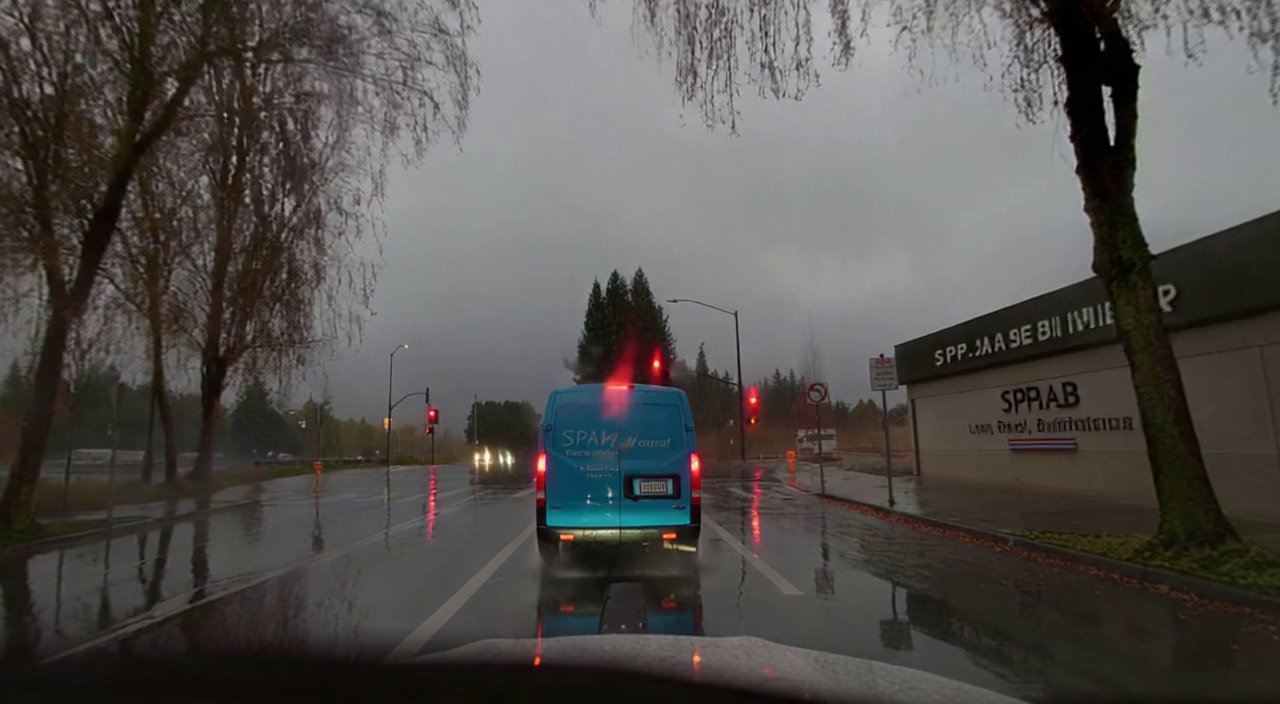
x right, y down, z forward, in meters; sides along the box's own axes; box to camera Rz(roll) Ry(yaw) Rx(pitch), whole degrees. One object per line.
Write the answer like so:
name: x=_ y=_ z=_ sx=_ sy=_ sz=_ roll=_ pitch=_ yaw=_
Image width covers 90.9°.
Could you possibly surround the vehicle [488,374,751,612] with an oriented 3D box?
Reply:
vehicle: x=-0.296 y=1.469 z=7.298 sx=2.181 sy=1.949 sz=3.932 roll=1 pitch=-9 yaw=-4
